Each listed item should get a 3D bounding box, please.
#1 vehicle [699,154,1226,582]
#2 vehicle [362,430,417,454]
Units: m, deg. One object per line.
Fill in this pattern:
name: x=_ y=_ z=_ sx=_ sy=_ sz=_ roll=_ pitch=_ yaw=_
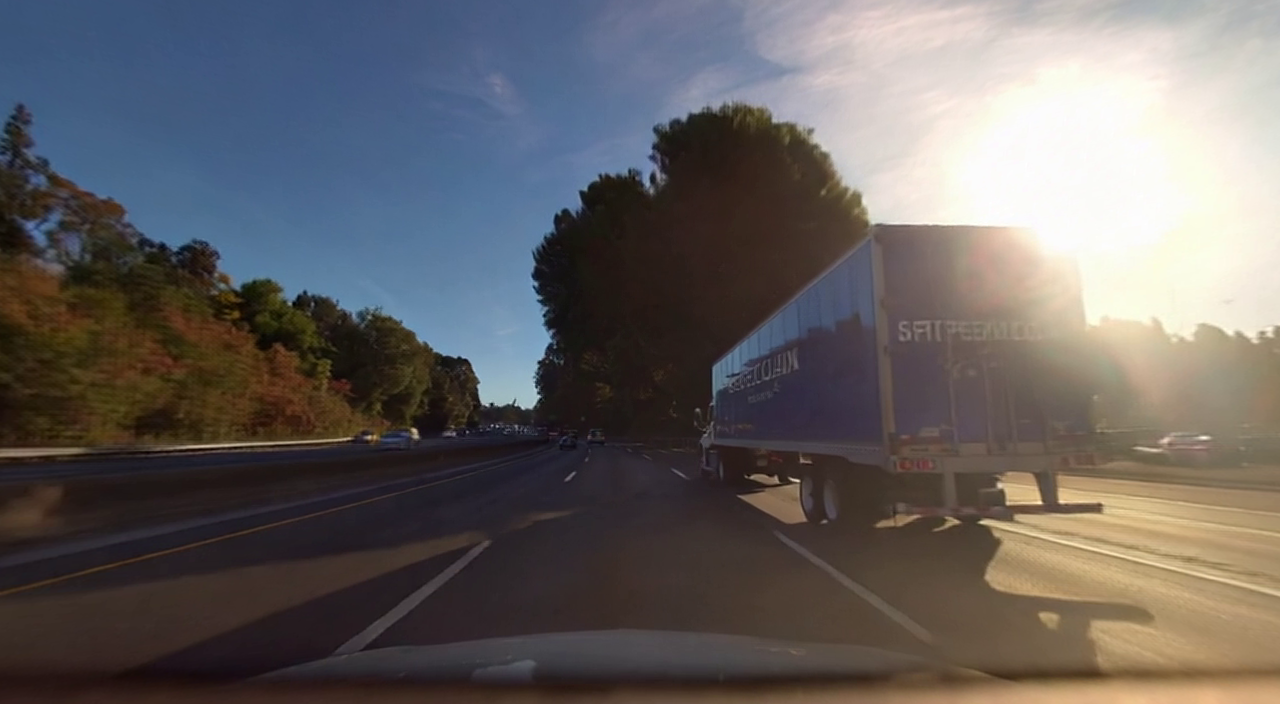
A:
vehicle: x=3.640 y=1.019 z=13.059 sx=2.910 sy=4.051 sz=14.278 roll=0 pitch=-8 yaw=-2
vehicle: x=-16.307 y=5.892 z=41.232 sx=1.915 sy=1.481 sz=4.479 roll=0 pitch=-8 yaw=-2
